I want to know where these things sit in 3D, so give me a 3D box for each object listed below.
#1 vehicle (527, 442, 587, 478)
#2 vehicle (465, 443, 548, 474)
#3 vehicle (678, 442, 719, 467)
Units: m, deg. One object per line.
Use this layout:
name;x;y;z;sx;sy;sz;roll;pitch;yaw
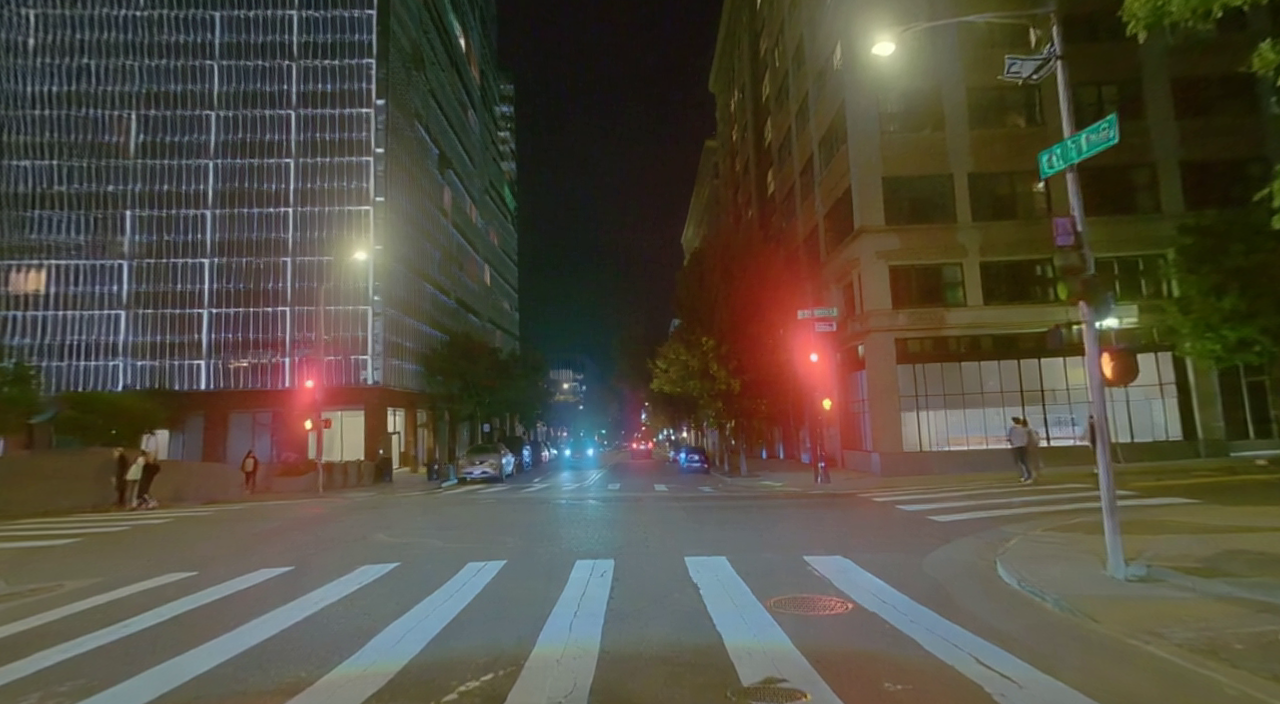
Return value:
vehicle;-3.658;4.836;28.604;1.989;1.481;4.500;0;-8;1
vehicle;-8.011;6.363;38.025;4.526;1.726;1.963;8;-12;-44
vehicle;3.549;6.280;38.871;1.853;1.426;4.160;1;-8;-3
